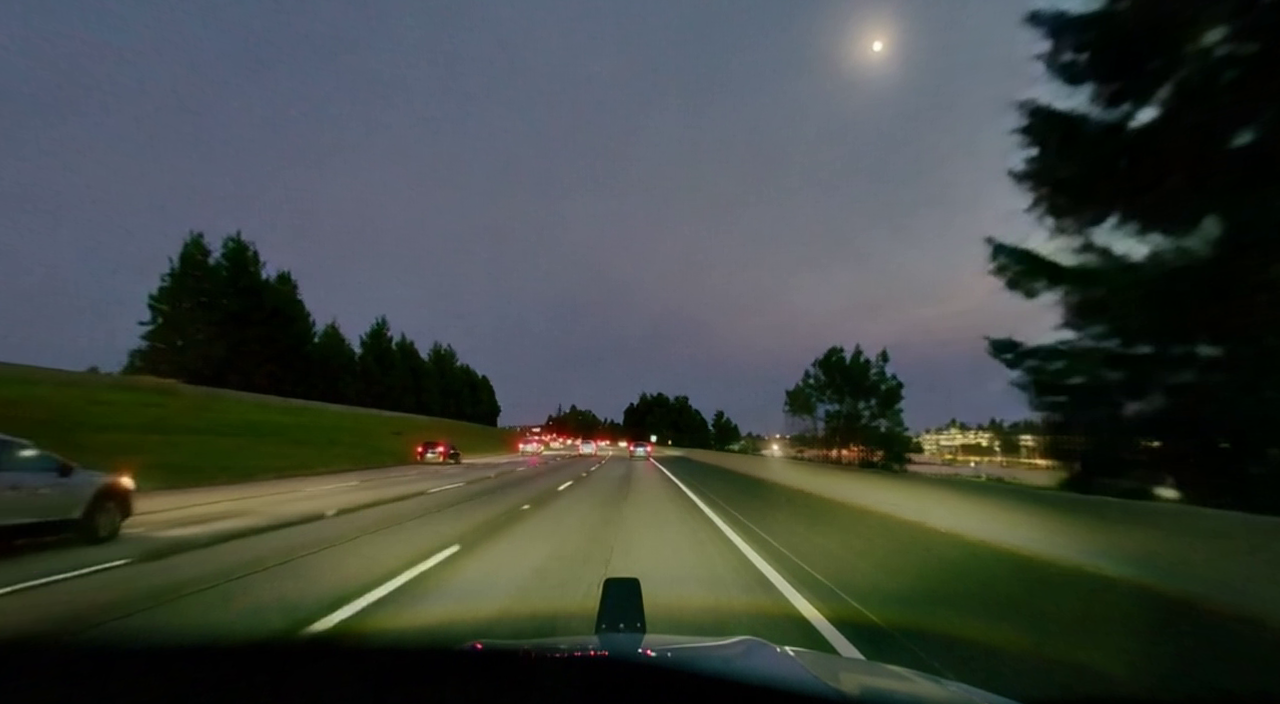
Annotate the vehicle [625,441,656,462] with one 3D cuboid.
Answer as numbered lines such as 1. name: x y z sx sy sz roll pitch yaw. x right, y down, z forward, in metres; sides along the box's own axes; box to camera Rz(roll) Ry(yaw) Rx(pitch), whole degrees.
1. vehicle: -0.035 7.152 45.208 2.060 1.465 3.974 0 -8 -2

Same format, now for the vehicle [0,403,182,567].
1. vehicle: -7.889 1.408 6.663 2.238 1.712 5.000 0 -8 1

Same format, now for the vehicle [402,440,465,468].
1. vehicle: -11.929 5.917 36.612 2.056 1.489 4.852 0 -8 0
